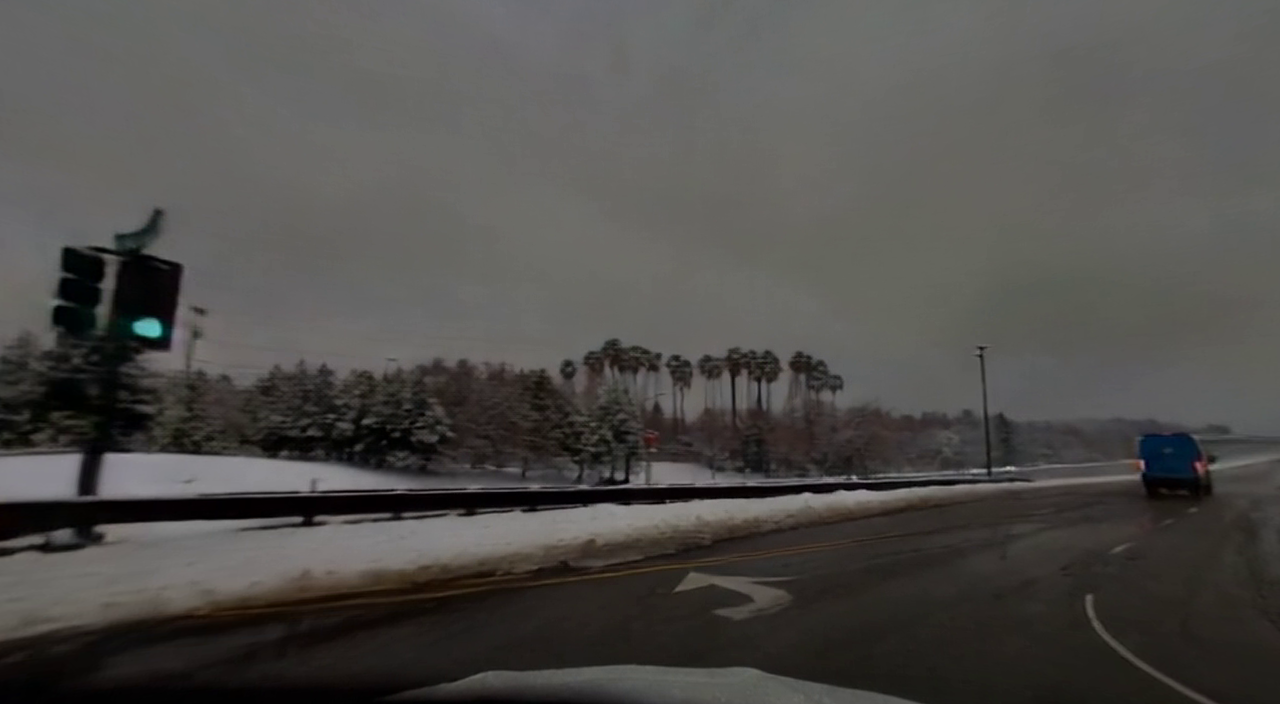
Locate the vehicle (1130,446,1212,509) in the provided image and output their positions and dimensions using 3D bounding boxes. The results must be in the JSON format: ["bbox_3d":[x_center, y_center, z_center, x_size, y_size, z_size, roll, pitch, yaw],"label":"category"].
[{"bbox_3d":[27.889,6.511,33.130,4.180,3.020,2.606,11,-14,-44],"label":"vehicle"}]
